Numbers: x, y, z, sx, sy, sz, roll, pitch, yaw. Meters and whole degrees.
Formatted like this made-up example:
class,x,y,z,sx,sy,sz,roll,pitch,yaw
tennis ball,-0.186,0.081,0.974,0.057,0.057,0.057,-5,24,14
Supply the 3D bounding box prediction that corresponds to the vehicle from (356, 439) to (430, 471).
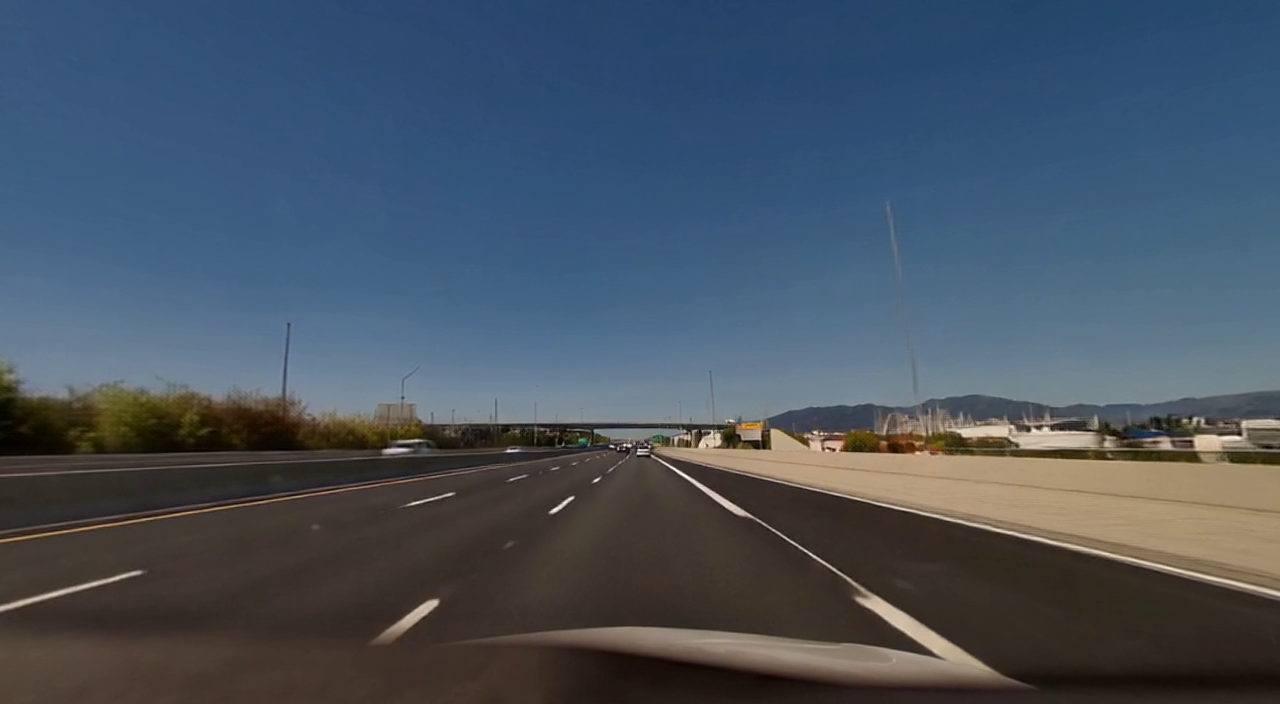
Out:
class,x,y,z,sx,sy,sz,roll,pitch,yaw
vehicle,-15.177,6.355,39.185,2.258,1.818,5.703,0,-9,0
